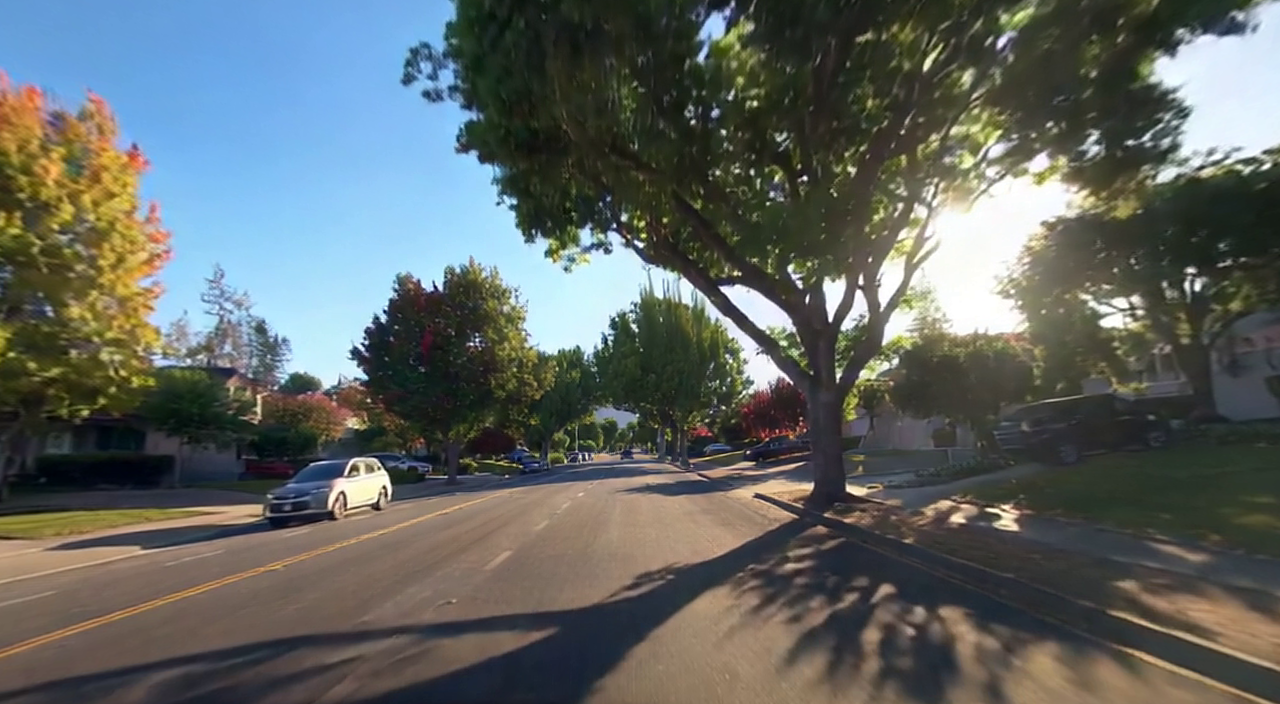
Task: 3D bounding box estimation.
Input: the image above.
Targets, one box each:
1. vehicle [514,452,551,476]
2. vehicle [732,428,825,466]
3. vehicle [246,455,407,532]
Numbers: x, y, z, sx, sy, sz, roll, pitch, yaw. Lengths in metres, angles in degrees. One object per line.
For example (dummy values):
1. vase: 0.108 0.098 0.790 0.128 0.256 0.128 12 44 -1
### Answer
1. vehicle: -8.060 8.420 47.709 1.973 1.500 4.781 -5 -9 -2
2. vehicle: 8.616 5.961 39.568 5.221 1.958 1.992 -4 -9 -1
3. vehicle: -7.743 3.484 16.175 1.919 1.492 4.547 -5 -9 -2
